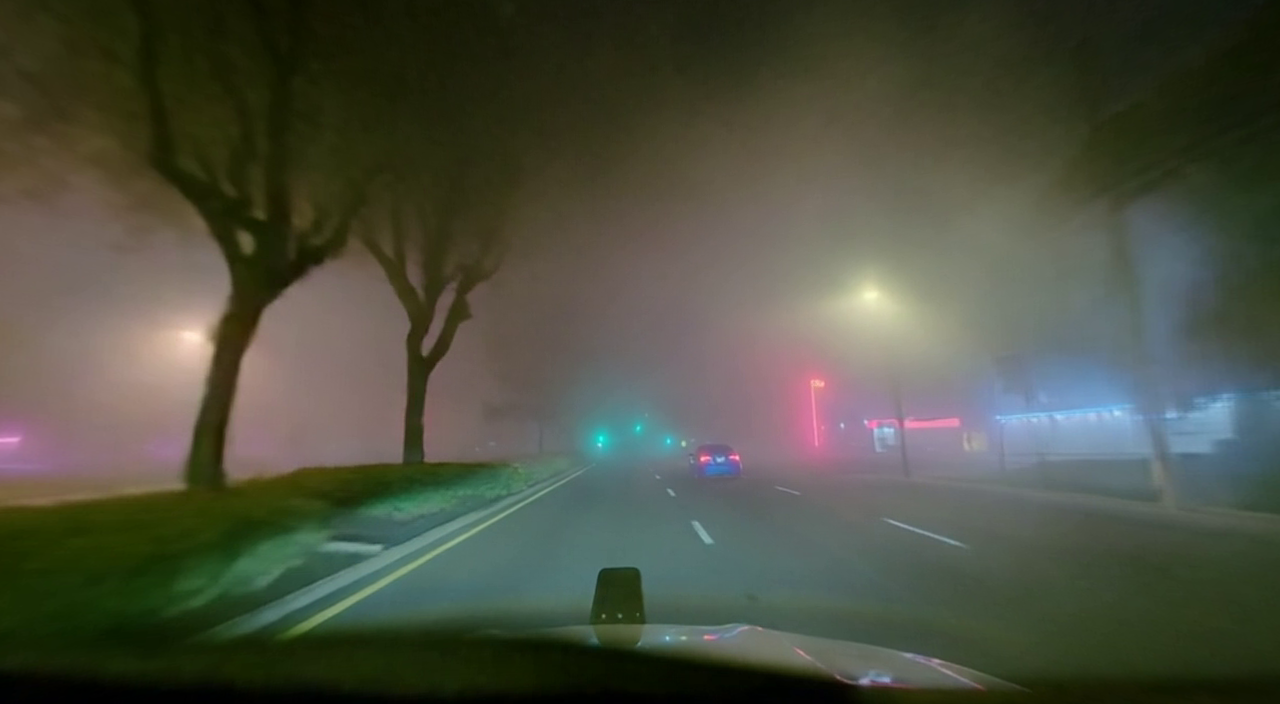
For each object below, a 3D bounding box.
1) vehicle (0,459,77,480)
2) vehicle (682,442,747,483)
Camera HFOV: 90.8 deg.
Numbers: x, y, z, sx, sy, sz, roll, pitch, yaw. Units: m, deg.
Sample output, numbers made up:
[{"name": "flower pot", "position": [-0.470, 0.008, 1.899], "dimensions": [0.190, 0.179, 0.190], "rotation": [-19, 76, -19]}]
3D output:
[{"name": "vehicle", "position": [-45.803, 8.889, 47.810], "dimensions": [4.294, 1.459, 1.898], "rotation": [1, -8, -5]}, {"name": "vehicle", "position": [2.803, 4.241, 24.649], "dimensions": [1.929, 1.411, 4.284], "rotation": [1, -8, -1]}]
